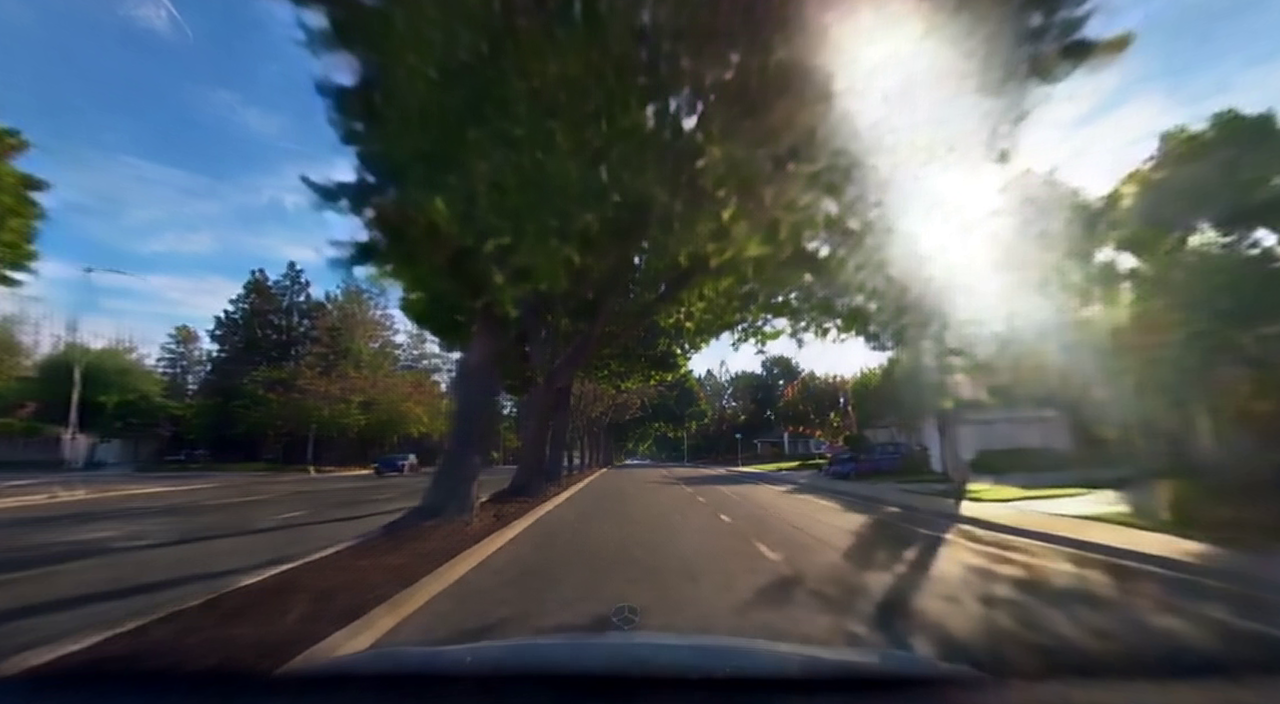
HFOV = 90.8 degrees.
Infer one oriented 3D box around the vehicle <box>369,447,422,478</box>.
[{"bbox_3d":[-12.690,5.746,33.068,2.068,1.502,4.643,2,-10,-15],"label":"vehicle"}]
